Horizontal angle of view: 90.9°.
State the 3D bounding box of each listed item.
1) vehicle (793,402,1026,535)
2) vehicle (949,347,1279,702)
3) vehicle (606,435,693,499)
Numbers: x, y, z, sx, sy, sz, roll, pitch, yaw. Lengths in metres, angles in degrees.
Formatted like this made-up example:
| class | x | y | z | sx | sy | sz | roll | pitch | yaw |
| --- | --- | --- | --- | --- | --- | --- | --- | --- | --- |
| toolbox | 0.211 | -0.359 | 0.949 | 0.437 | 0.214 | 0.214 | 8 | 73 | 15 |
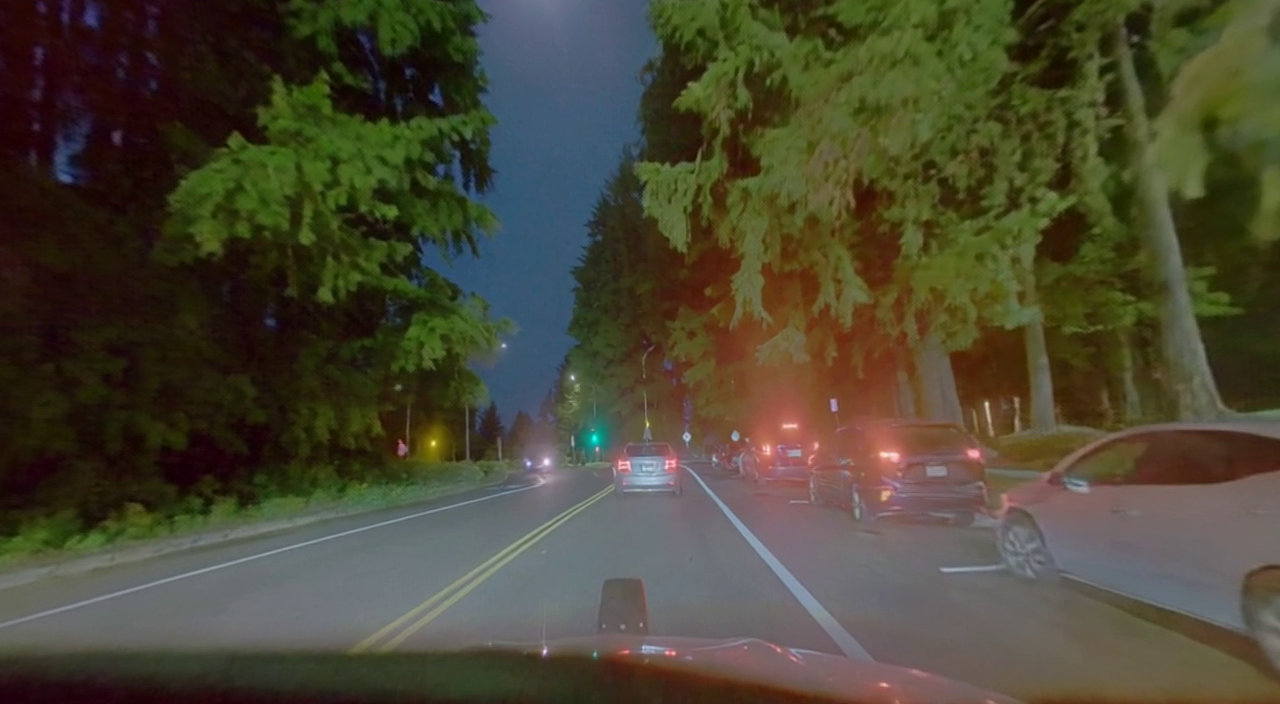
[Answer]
| class | x | y | z | sx | sy | sz | roll | pitch | yaw |
| --- | --- | --- | --- | --- | --- | --- | --- | --- | --- |
| vehicle | 4.263 | 1.920 | 10.978 | 2.093 | 1.822 | 4.483 | 0 | -8 | 1 |
| vehicle | 4.162 | 0.997 | 4.162 | 1.969 | 1.738 | 4.515 | 0 | -8 | 1 |
| vehicle | 0.290 | 3.034 | 17.109 | 2.078 | 1.521 | 4.058 | 0 | -8 | 2 |
